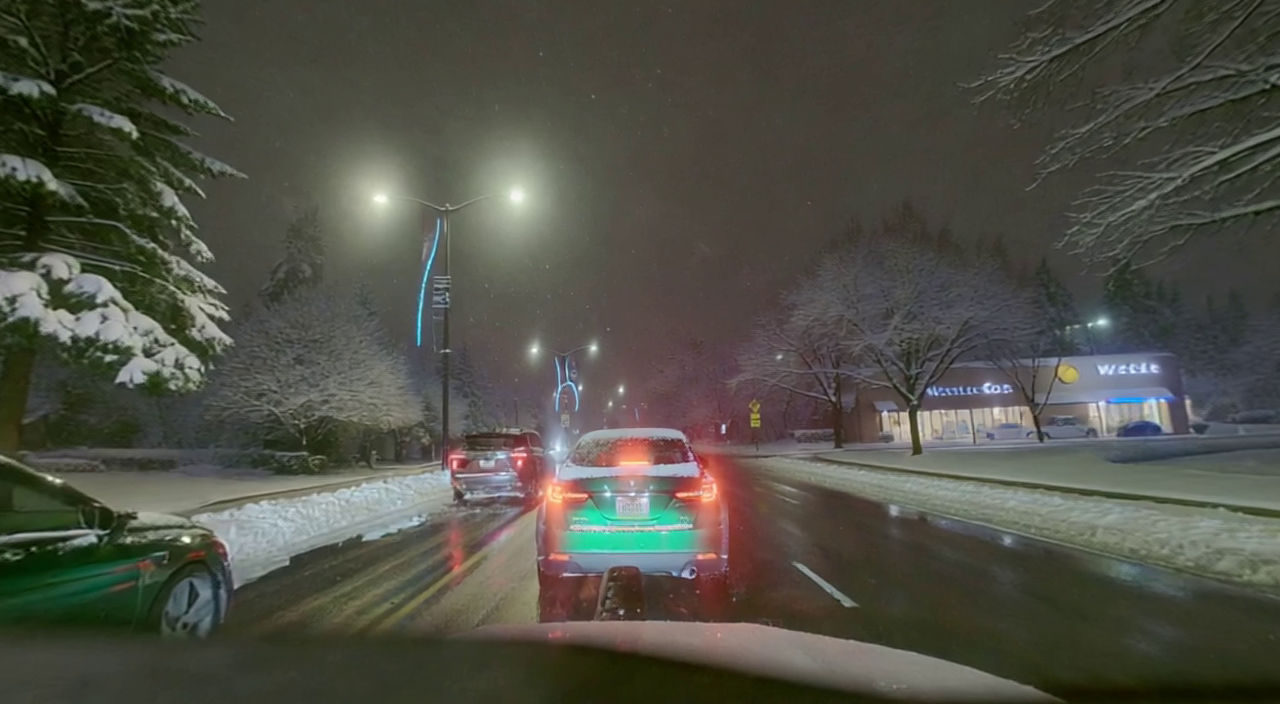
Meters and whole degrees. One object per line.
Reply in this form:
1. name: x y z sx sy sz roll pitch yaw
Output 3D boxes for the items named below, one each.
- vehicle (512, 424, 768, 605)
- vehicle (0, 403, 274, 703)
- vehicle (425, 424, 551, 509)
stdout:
1. vehicle: -0.057 1.645 7.304 2.126 1.475 3.967 0 -8 -2
2. vehicle: -3.493 0.890 2.055 1.961 1.487 4.453 0 -8 -1
3. vehicle: -3.441 2.683 15.222 2.046 1.751 4.208 0 -8 -1
